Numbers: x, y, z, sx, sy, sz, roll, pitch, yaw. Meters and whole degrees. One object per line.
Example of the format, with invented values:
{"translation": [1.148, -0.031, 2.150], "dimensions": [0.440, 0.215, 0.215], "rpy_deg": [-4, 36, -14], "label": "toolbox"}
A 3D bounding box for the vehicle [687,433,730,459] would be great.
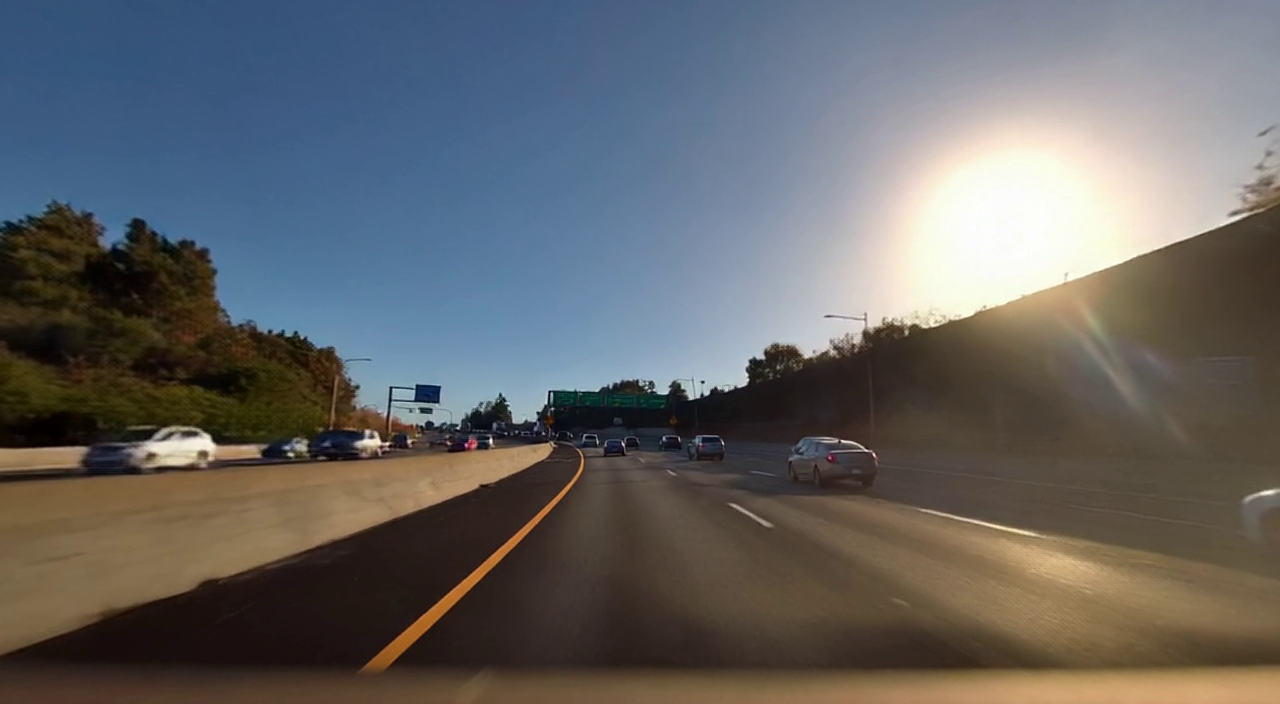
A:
{"translation": [4.472, 6.245, 42.089], "dimensions": [2.094, 1.652, 3.955], "rpy_deg": [1, -9, -5], "label": "vehicle"}

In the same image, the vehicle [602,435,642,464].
{"translation": [-1.076, 5.586, 36.275], "dimensions": [2.090, 1.510, 4.280], "rpy_deg": [1, -9, -4], "label": "vehicle"}

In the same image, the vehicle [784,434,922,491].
{"translation": [6.239, 3.315, 19.282], "dimensions": [2.196, 1.494, 4.735], "rpy_deg": [1, -9, -5], "label": "vehicle"}

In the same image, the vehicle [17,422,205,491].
{"translation": [-14.478, 2.891, 17.657], "dimensions": [1.912, 1.685, 3.901], "rpy_deg": [0, -9, -3], "label": "vehicle"}

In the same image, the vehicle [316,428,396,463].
{"translation": [-16.065, 5.344, 36.091], "dimensions": [2.345, 1.818, 5.149], "rpy_deg": [0, -9, -2], "label": "vehicle"}

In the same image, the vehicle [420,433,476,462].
{"translation": [-10.449, 5.254, 34.707], "dimensions": [1.900, 1.491, 4.406], "rpy_deg": [0, -9, -3], "label": "vehicle"}

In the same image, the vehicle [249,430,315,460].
{"translation": [-23.190, 6.086, 41.127], "dimensions": [1.970, 1.823, 4.503], "rpy_deg": [1, -9, -6], "label": "vehicle"}
